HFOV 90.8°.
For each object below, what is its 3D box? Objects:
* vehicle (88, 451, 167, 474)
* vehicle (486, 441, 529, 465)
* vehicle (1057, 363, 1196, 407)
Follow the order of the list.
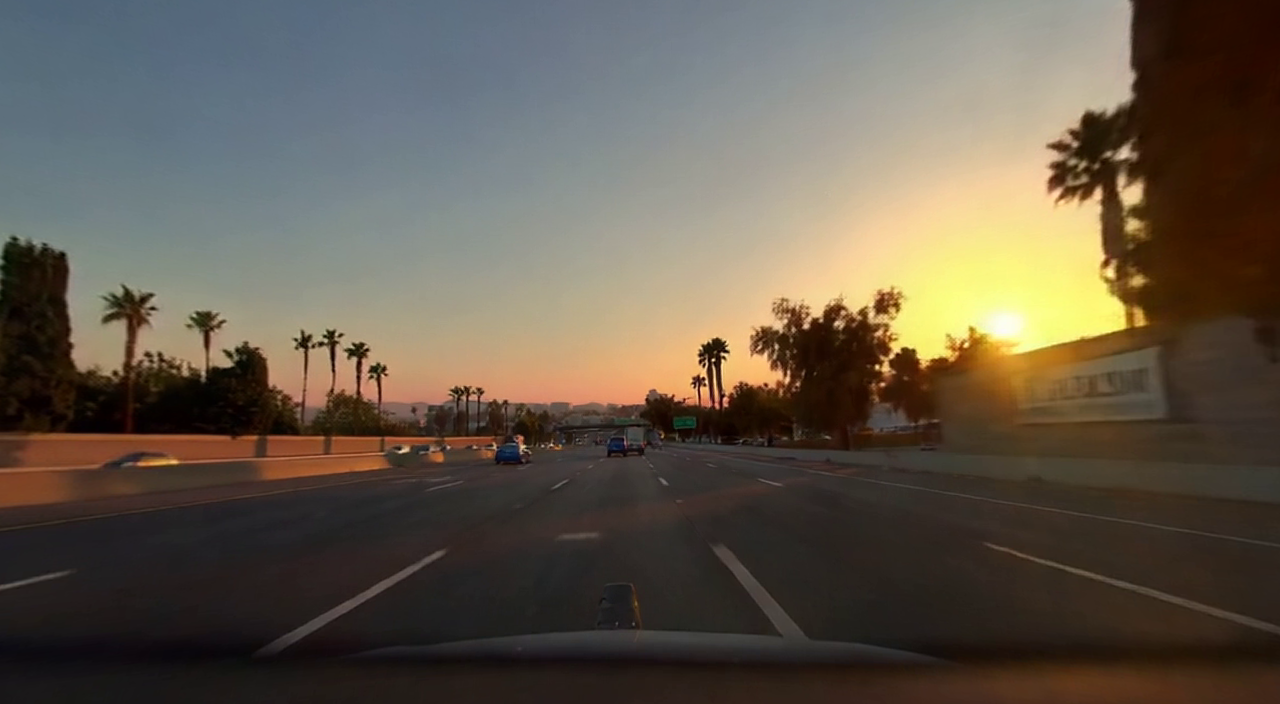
[{"bbox_3d":[-37.027,7.953,45.776,1.879,1.522,4.624,0,-8,-1],"label":"vehicle"},{"bbox_3d":[-8.890,6.807,42.769,1.971,1.552,4.465,0,-8,-1],"label":"vehicle"},{"bbox_3d":[17.352,1.203,22.631,3.539,1.395,1.688,0,-9,-1],"label":"vehicle"}]
